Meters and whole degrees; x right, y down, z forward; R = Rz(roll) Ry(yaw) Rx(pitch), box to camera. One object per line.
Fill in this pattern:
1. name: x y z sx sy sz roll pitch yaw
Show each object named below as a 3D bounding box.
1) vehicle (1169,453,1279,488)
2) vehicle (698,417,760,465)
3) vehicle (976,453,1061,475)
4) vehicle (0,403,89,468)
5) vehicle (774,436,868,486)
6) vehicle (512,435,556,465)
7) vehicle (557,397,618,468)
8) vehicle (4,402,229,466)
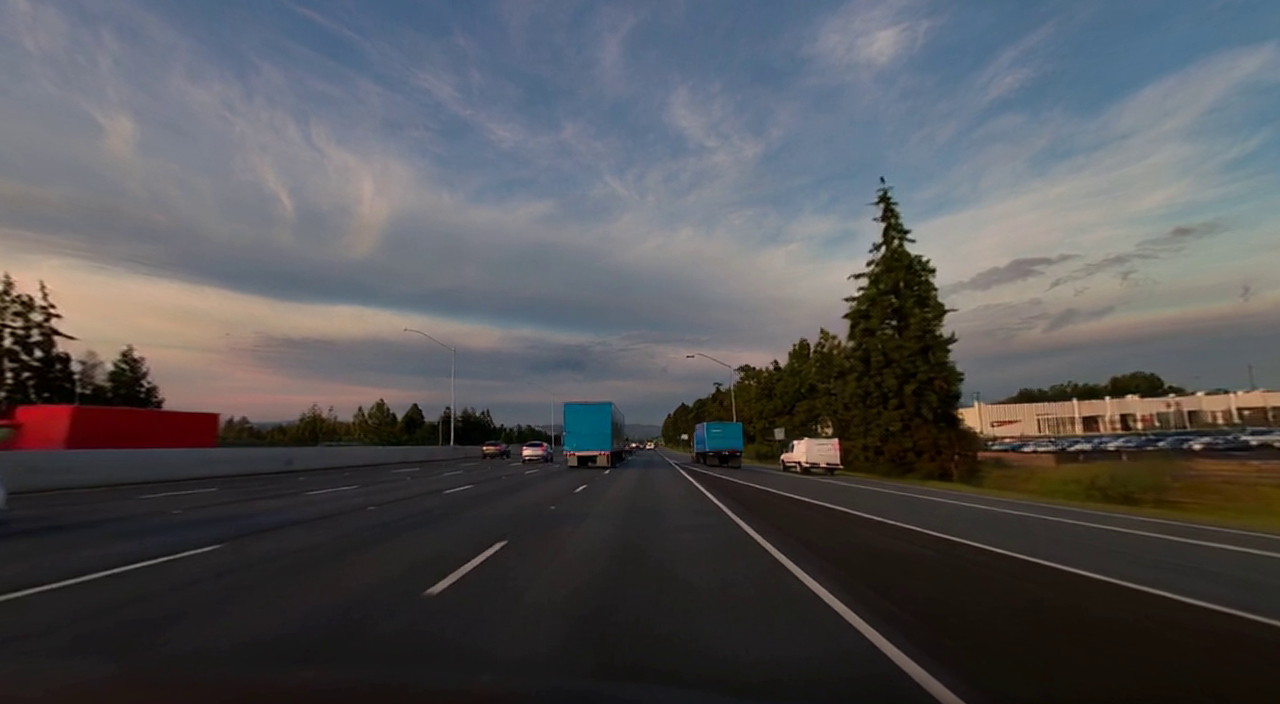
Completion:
1. vehicle: 27.261 5.393 28.877 4.388 1.500 1.913 0 -8 -4
2. vehicle: 6.453 6.722 47.499 2.960 3.202 9.112 0 -8 -2
3. vehicle: 26.857 7.953 44.817 4.749 1.482 2.061 0 -8 -4
4. vehicle: -36.644 4.896 36.668 2.996 3.563 6.592 0 -8 1
5. vehicle: 6.740 4.094 24.023 2.083 1.706 4.129 0 -8 -4
6. vehicle: -6.914 6.440 41.500 2.058 1.840 4.443 0 -8 1
7. vehicle: -3.238 5.538 42.759 2.905 4.037 12.921 0 -8 1
8. vehicle: -36.567 6.046 45.749 2.850 3.832 15.624 0 -8 1
